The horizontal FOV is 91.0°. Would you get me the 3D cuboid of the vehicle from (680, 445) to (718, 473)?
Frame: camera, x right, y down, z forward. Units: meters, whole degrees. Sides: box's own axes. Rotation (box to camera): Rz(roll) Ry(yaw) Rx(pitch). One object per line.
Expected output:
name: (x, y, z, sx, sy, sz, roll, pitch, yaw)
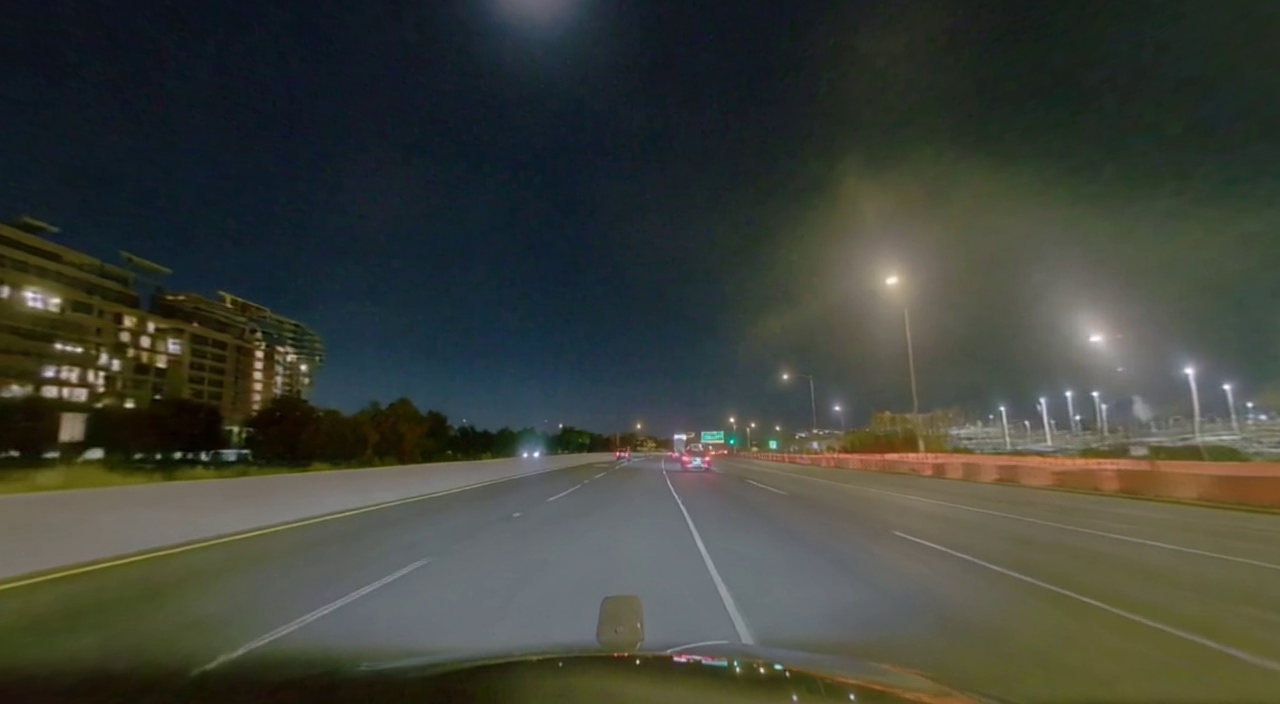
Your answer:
vehicle: (3.562, 6.551, 38.791, 1.974, 1.557, 4.479, 0, -9, 0)
